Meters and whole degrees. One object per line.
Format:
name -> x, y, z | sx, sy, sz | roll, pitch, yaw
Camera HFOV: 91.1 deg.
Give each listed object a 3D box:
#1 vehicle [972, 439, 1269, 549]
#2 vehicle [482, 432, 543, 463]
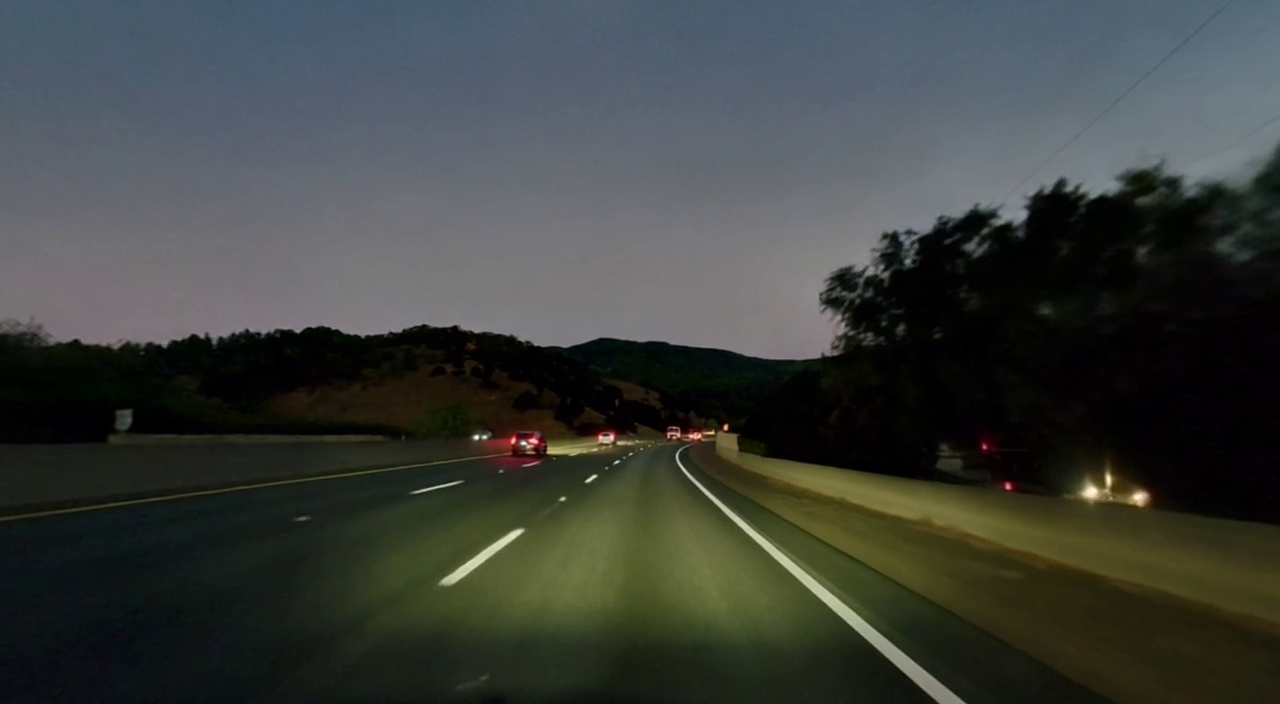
vehicle -> 10.239, 3.001, 14.280 | 2.325, 1.972, 5.577 | 0, -8, 0
vehicle -> -6.569, 5.012, 32.888 | 2.010, 1.489, 4.456 | -1, -9, 4
